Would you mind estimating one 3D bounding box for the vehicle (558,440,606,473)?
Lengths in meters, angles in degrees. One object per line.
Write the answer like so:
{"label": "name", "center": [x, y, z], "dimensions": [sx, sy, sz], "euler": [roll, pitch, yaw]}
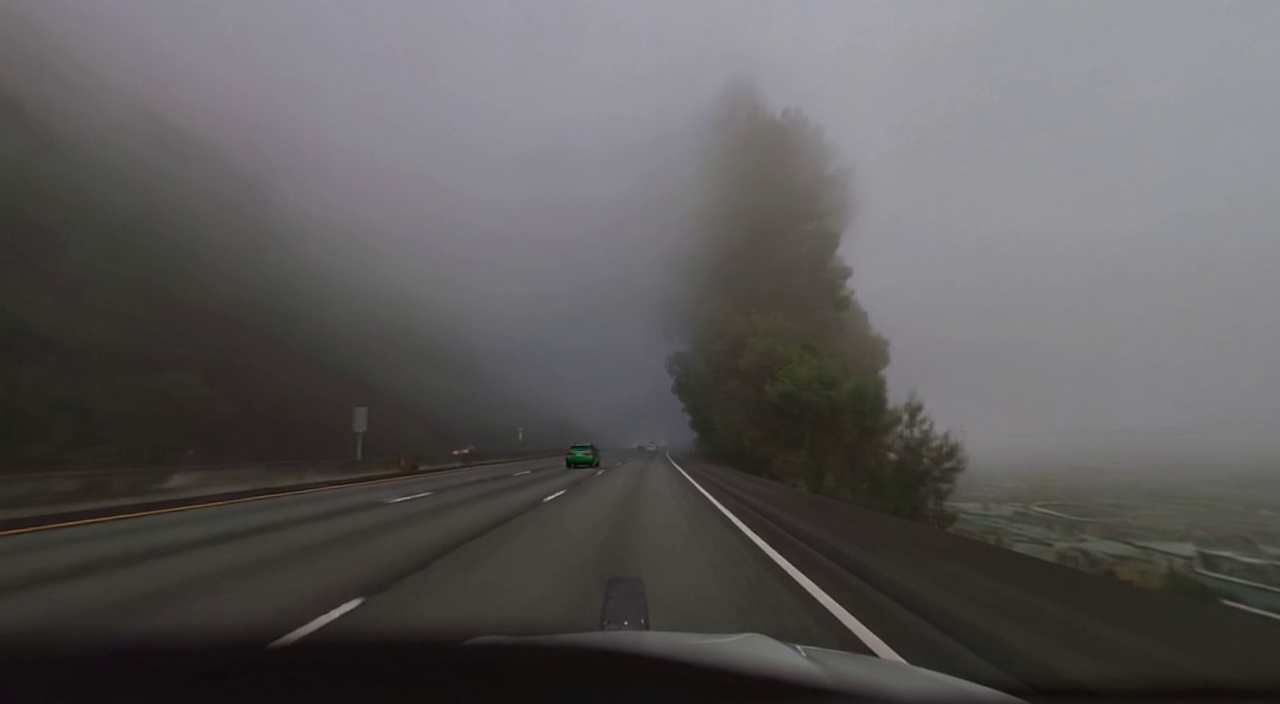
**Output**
{"label": "vehicle", "center": [-2.923, 5.356, 32.534], "dimensions": [2.015, 1.561, 4.469], "euler": [0, -8, 0]}
